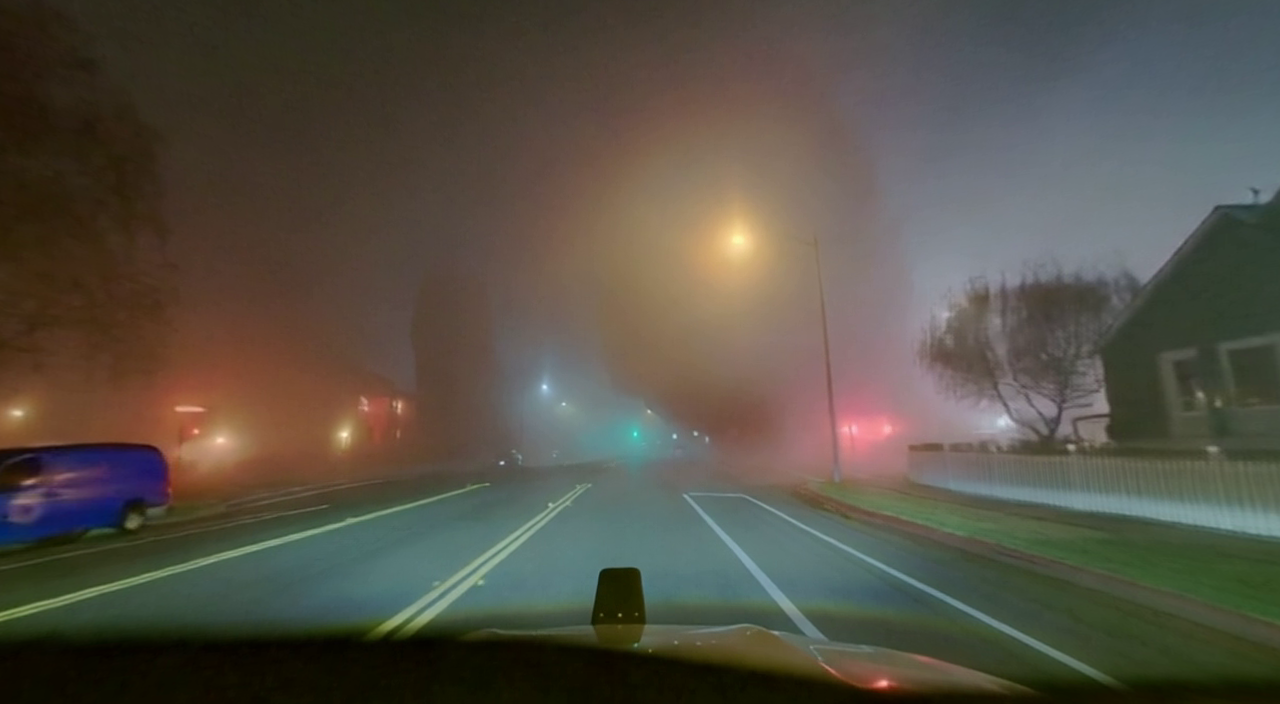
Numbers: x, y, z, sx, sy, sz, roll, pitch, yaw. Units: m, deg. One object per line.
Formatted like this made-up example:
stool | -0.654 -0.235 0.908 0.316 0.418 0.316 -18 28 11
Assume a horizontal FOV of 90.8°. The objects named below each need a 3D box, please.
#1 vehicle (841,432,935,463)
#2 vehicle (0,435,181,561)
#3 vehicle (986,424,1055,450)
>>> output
vehicle | 14.312 5.538 36.650 4.635 1.706 1.954 0 -8 2
vehicle | -11.118 2.491 10.872 2.241 1.944 5.709 -4 -8 0
vehicle | 26.956 6.096 44.958 2.000 1.773 4.469 -1 -9 -1
